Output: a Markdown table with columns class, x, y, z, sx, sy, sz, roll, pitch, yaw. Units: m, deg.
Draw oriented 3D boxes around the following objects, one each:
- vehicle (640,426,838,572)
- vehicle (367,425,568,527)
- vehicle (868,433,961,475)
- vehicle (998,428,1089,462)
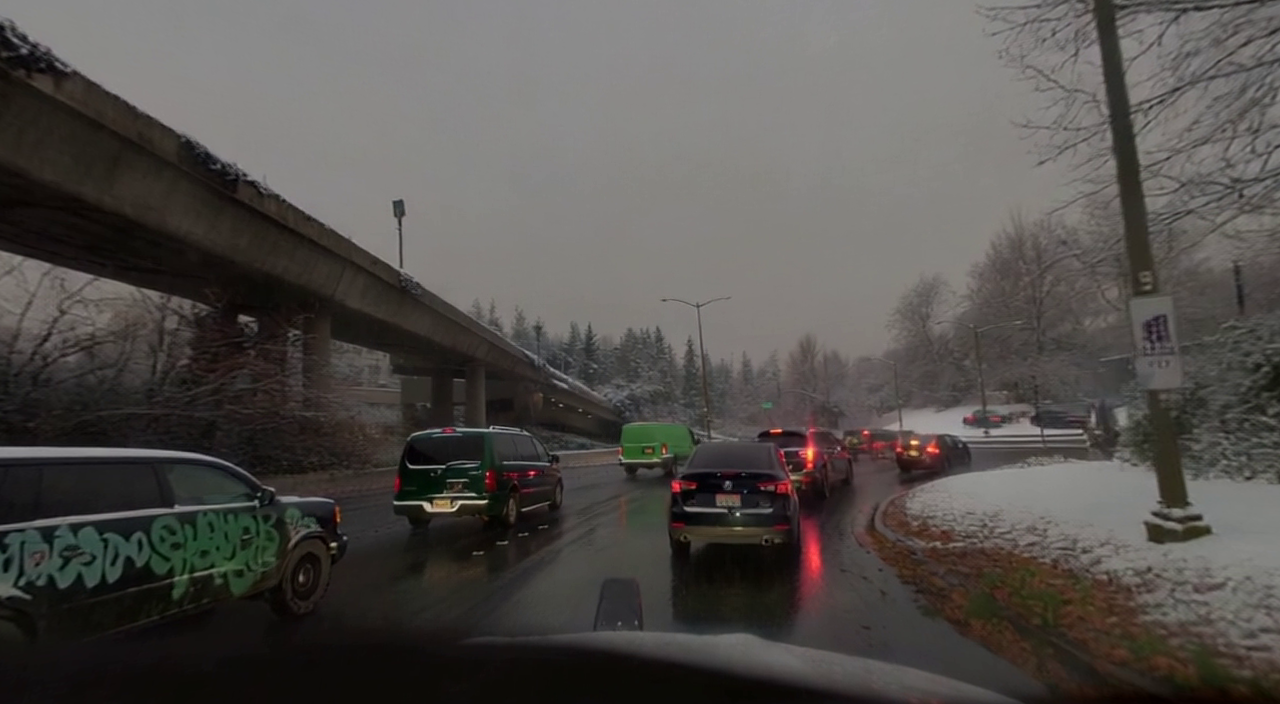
| class | x | y | z | sx | sy | sz | roll | pitch | yaw |
| --- | --- | --- | --- | --- | --- | --- | --- | --- | --- |
| vehicle | 1.584 | 1.871 | 8.725 | 2.064 | 1.515 | 3.722 | -3 | -9 | 18 |
| vehicle | -2.972 | 2.257 | 11.896 | 1.921 | 1.554 | 4.081 | -3 | -9 | 13 |
| vehicle | 10.646 | 3.916 | 24.160 | 3.902 | 1.446 | 1.780 | 8 | -12 | -42 |
| vehicle | 18.796 | 4.333 | 29.180 | 3.934 | 1.485 | 1.763 | 5 | -10 | -29 |
